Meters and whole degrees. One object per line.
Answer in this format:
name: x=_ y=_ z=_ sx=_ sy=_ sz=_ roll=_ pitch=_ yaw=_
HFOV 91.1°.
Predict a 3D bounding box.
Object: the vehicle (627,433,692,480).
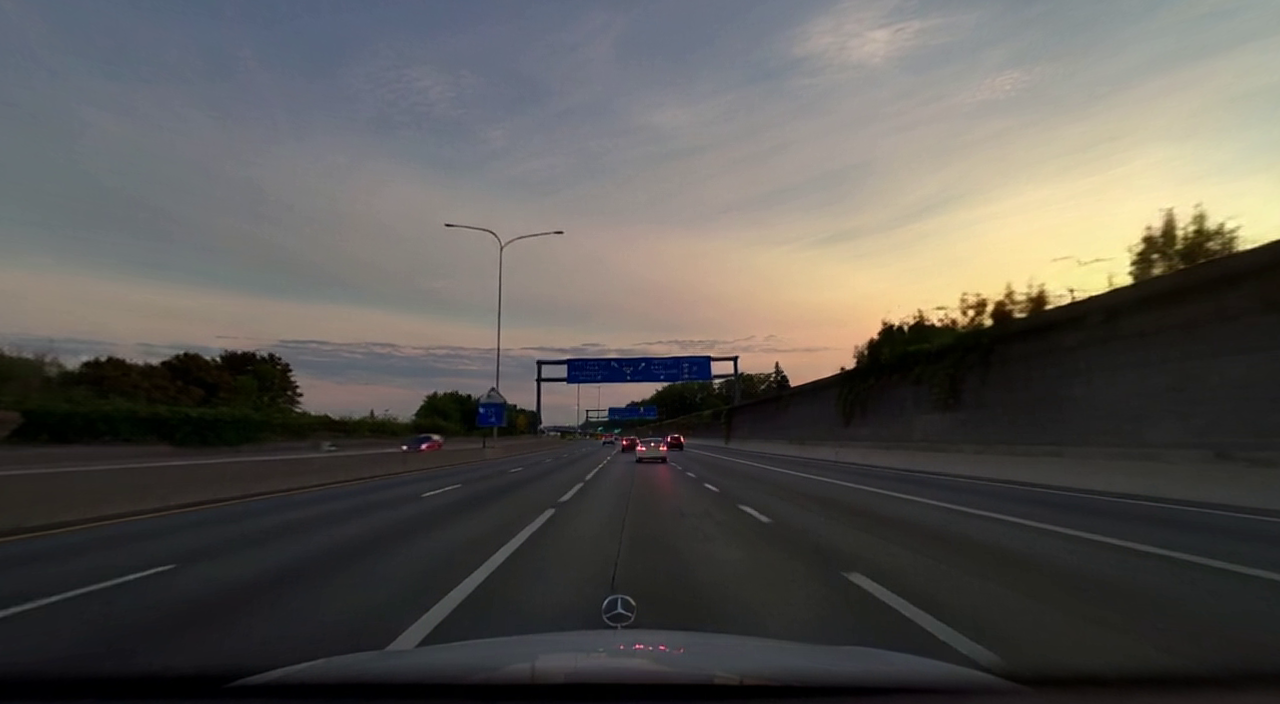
vehicle: x=0.576 y=3.599 z=22.018 sx=2.046 sy=1.467 sz=3.844 roll=0 pitch=-8 yaw=-2
